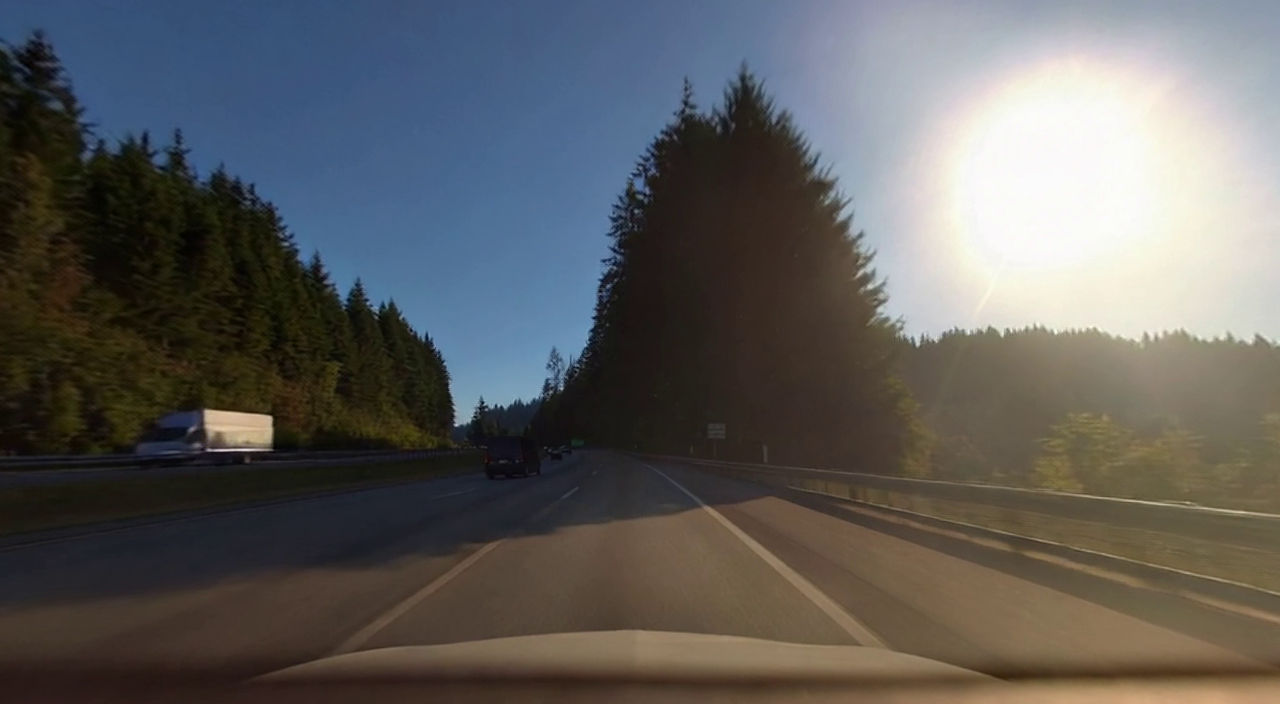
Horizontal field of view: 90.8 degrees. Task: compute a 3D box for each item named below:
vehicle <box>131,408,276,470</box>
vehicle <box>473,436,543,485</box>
[{"bbox_3d":[-28.578,5.895,42.099,2.960,3.652,9.422,0,-9,-1],"label":"vehicle"},{"bbox_3d":[-6.007,5.014,29.414,2.197,2.038,4.919,0,-9,0],"label":"vehicle"}]
